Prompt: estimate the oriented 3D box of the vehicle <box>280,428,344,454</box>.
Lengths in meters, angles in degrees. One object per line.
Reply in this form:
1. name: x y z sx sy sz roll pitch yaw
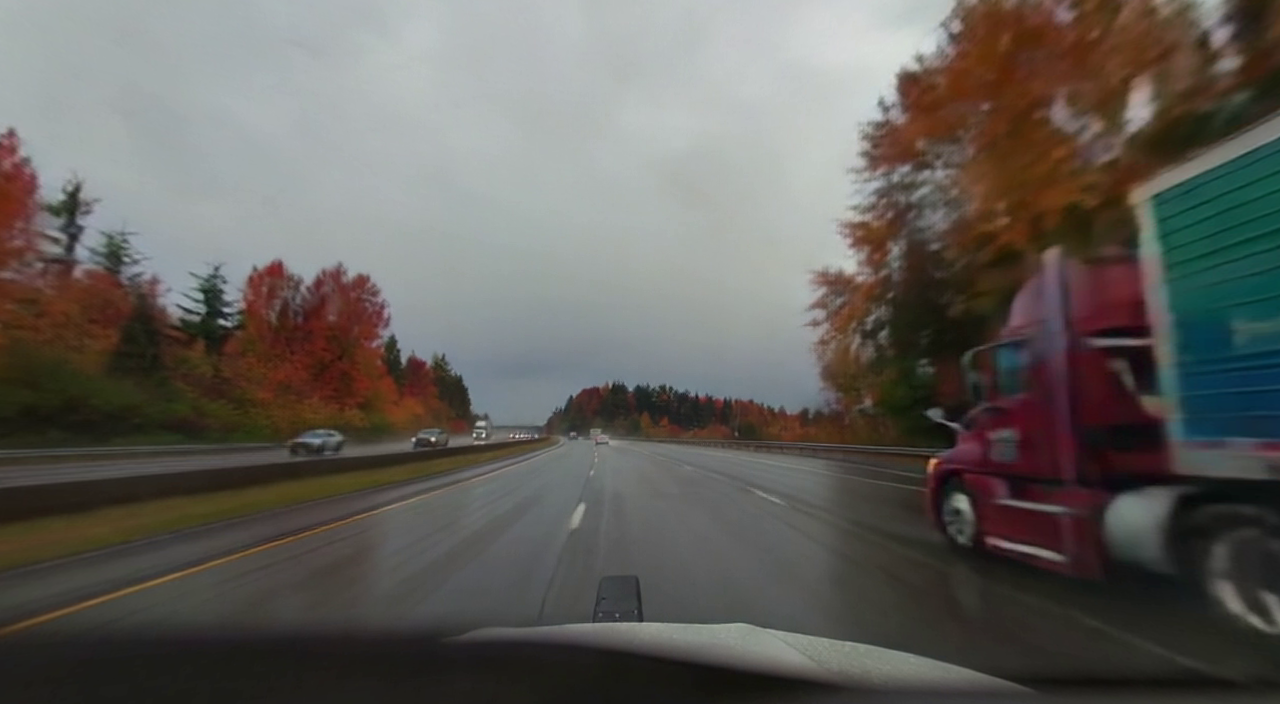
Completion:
1. vehicle: -21.068 5.748 40.570 1.867 1.538 4.656 0 -8 -4
